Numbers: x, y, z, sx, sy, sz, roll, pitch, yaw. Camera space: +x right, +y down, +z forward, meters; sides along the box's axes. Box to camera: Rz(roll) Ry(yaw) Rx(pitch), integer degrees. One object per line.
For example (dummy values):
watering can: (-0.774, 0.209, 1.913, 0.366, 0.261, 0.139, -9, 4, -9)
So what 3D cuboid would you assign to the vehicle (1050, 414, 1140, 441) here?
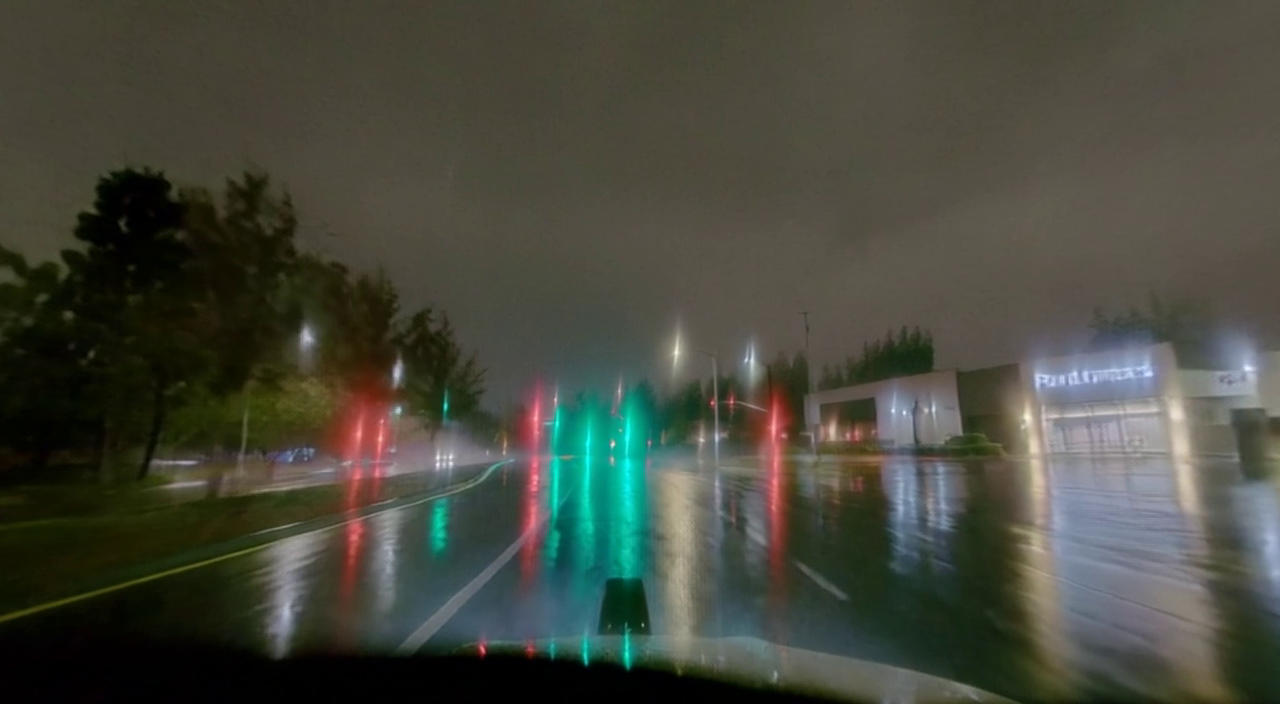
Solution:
vehicle: (27.206, 4.596, 37.878, 1.808, 1.485, 4.467, 1, -8, -5)
